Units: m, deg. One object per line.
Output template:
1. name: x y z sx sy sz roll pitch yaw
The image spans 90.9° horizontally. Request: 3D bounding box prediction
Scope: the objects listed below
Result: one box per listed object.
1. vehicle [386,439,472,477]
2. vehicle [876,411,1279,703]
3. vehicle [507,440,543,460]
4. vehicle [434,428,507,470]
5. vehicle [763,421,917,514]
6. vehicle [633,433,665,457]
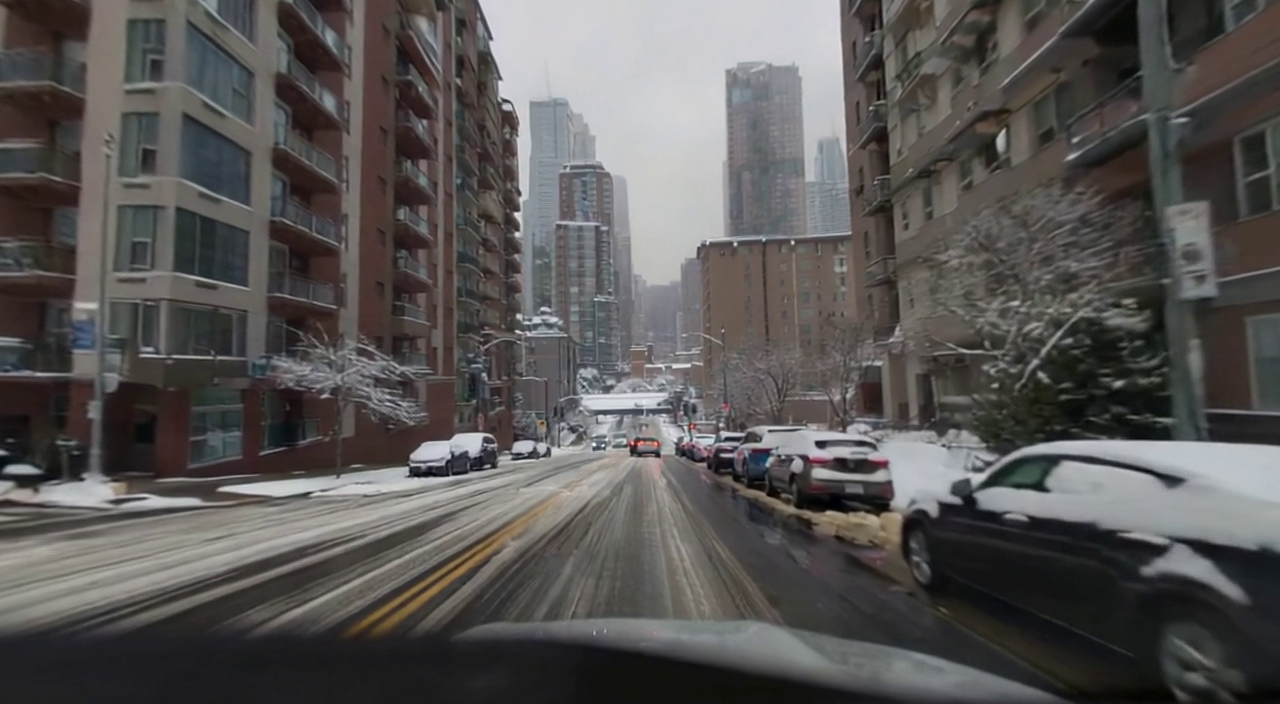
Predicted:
1. vehicle: -9.293 4.673 28.221 2.089 1.549 4.597 -1 -8 2
2. vehicle: 3.501 1.176 4.006 2.107 1.439 4.938 0 -8 0
3. vehicle: -8.967 7.641 49.427 2.021 1.474 4.337 0 -8 -1
4. vehicle: -9.030 5.223 34.159 2.457 2.048 5.461 0 -8 0
5. vehicle: 3.825 2.251 12.646 1.946 1.607 3.082 0 -8 -2
6. vehicle: 0.664 6.957 47.164 2.261 1.740 4.065 0 -8 0
